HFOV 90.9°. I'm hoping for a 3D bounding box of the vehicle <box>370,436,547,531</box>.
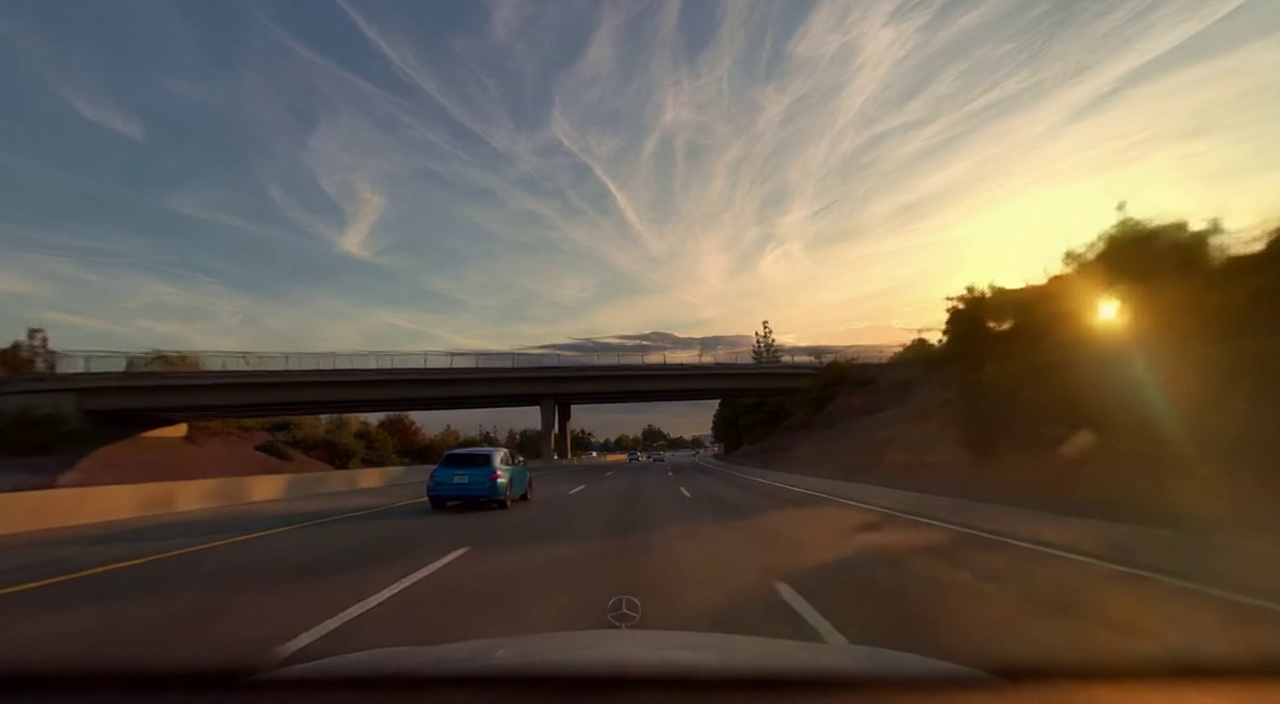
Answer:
[{"bbox_3d":[-3.514,2.667,13.411,2.274,1.628,4.807,0,-9,1],"label":"vehicle"}]
